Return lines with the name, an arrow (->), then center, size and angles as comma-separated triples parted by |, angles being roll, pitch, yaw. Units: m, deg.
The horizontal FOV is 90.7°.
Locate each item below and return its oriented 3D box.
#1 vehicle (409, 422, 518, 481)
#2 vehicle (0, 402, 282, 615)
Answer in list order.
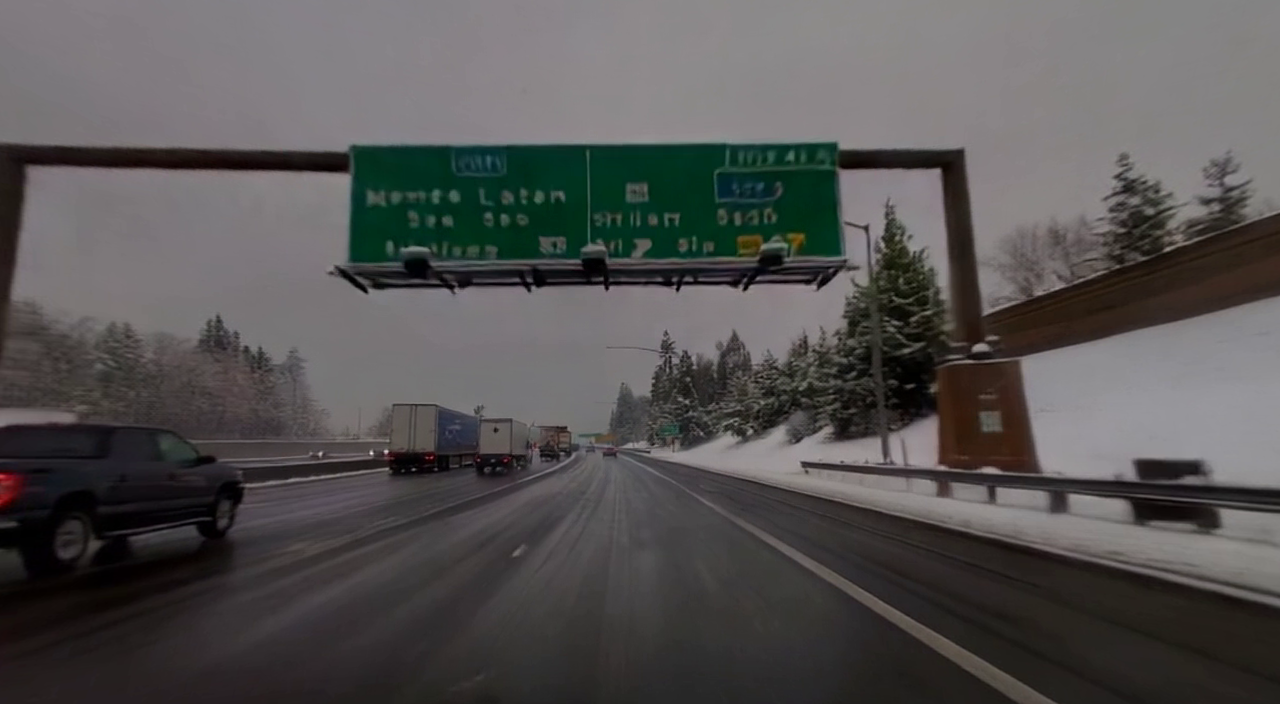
vehicle -> -9.476, 5.611, 36.210 | 3.270, 2.674, 14.547 | 0, -8, -5
vehicle -> -6.574, 1.611, 7.269 | 2.093, 1.785, 5.303 | 0, -8, -4
